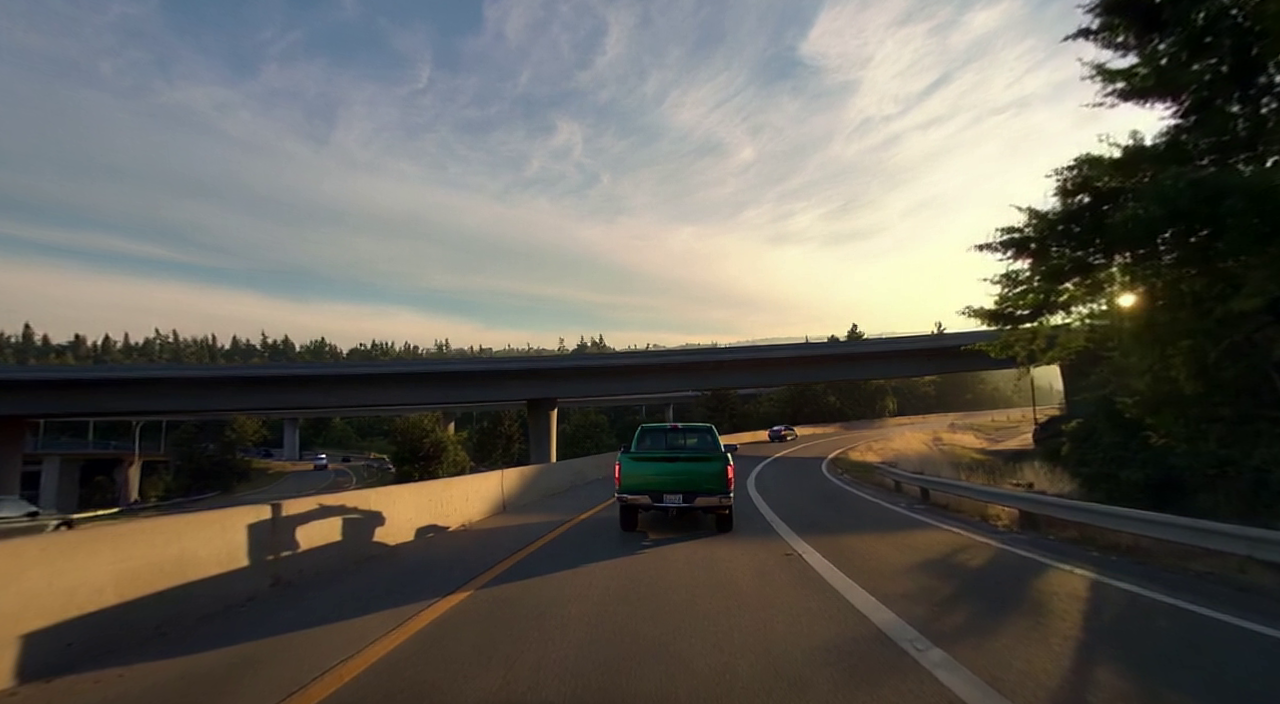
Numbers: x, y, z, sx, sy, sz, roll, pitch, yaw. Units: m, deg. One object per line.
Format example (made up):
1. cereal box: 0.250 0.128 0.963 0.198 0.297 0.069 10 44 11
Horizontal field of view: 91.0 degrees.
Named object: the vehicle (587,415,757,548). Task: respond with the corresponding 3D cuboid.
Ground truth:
1. vehicle: 0.595 2.030 10.562 2.235 1.716 4.435 -1 -9 5
